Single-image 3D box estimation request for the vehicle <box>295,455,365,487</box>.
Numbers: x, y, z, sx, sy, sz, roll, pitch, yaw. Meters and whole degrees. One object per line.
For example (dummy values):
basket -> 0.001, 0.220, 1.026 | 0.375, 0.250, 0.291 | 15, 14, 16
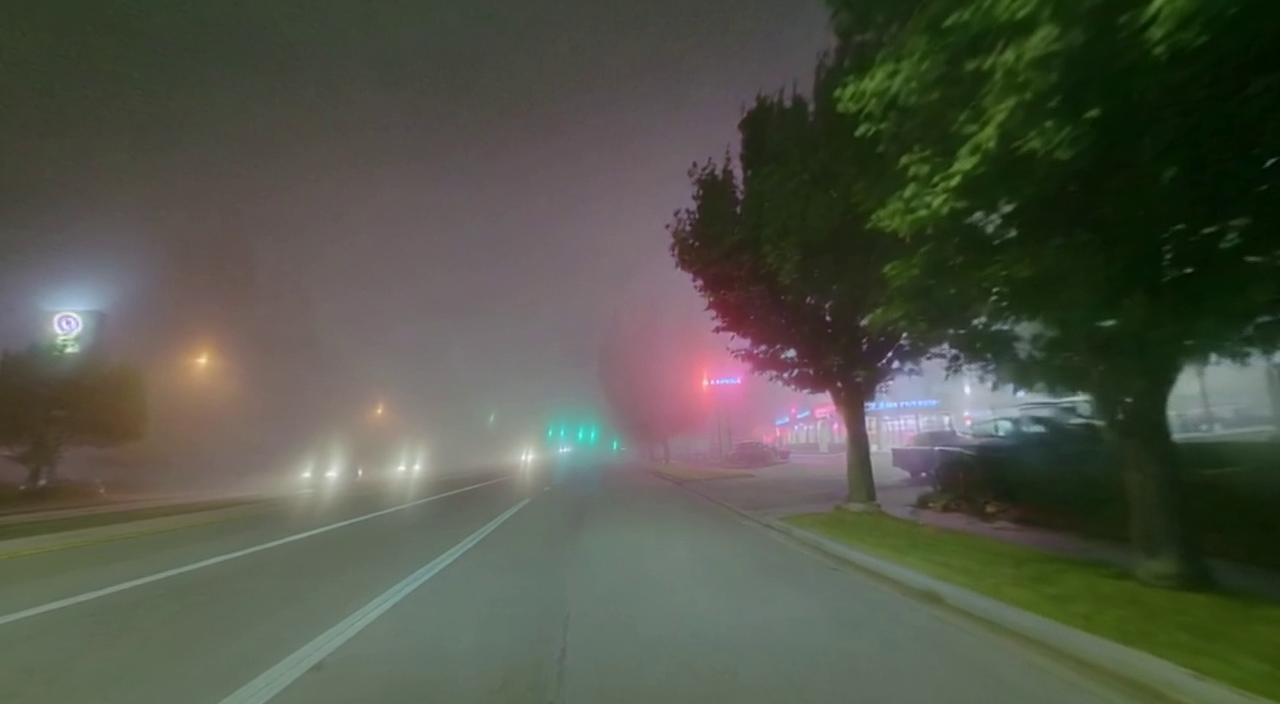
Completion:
vehicle -> -19.735, 7.539, 40.279 | 2.067, 1.806, 4.832 | 0, -8, -1
